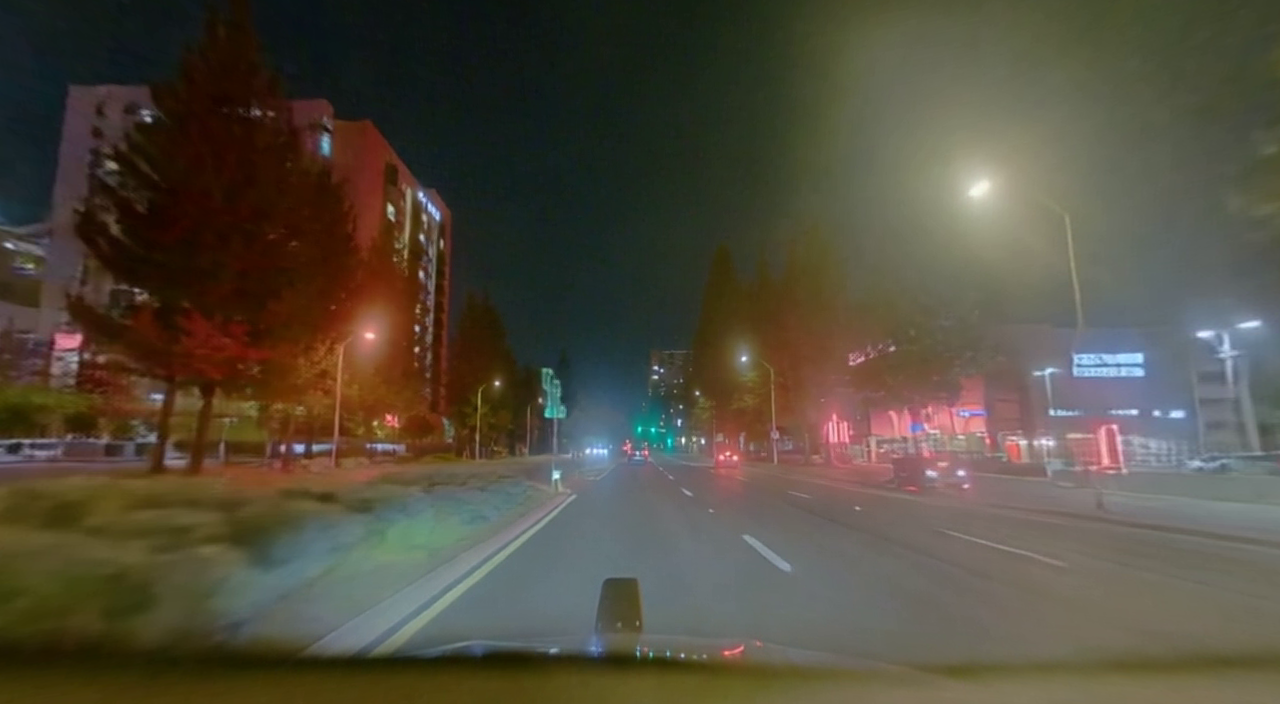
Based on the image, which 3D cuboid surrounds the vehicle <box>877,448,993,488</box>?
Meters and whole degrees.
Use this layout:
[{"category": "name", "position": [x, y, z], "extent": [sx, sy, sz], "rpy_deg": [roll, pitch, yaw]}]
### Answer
[{"category": "vehicle", "position": [13.461, 5.277, 29.000], "extent": [4.281, 1.719, 1.983], "rpy_deg": [0, -9, -1]}]

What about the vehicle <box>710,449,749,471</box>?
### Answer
[{"category": "vehicle", "position": [6.325, 7.677, 45.257], "extent": [2.024, 1.475, 4.600], "rpy_deg": [0, -9, -2]}]
